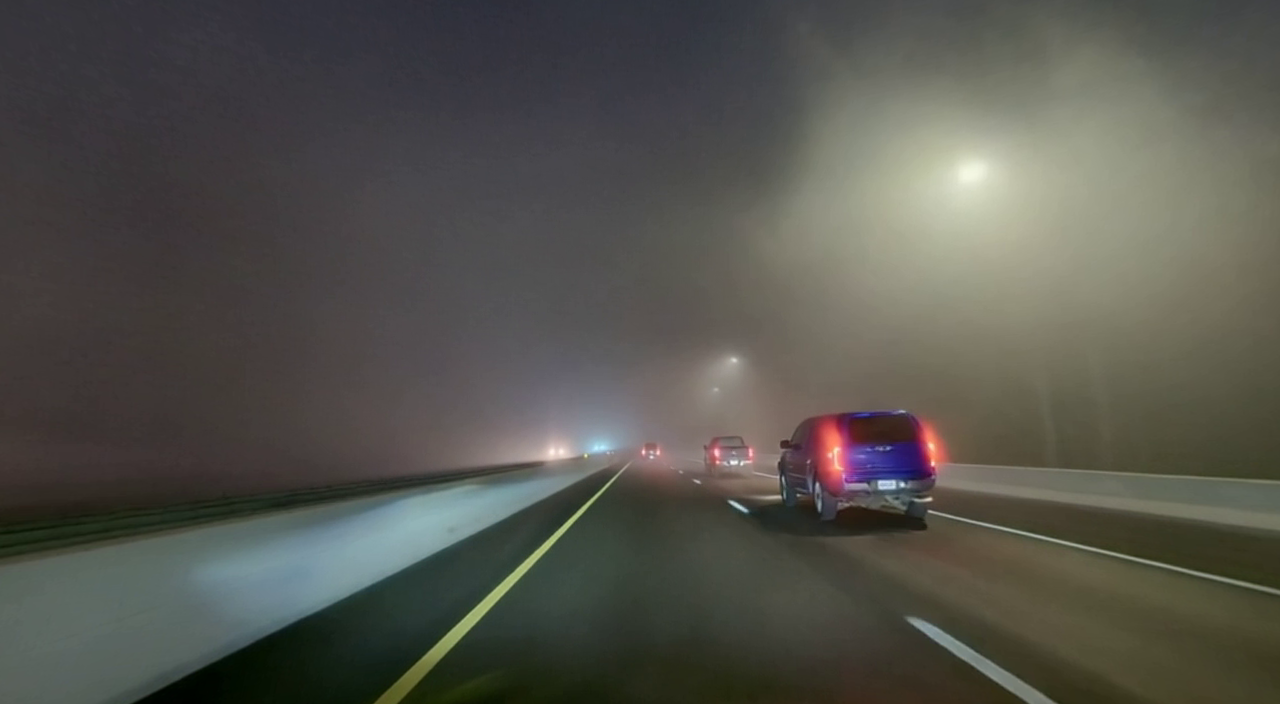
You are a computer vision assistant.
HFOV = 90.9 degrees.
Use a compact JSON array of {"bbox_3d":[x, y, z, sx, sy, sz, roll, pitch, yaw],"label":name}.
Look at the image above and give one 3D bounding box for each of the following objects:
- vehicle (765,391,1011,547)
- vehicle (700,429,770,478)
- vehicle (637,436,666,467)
[{"bbox_3d":[3.833,1.937,11.065,2.145,2.069,5.057,0,-8,-1],"label":"vehicle"},{"bbox_3d":[4.519,4.964,31.086,2.594,2.155,5.670,0,-8,0],"label":"vehicle"},{"bbox_3d":[0.828,7.596,48.359,2.099,2.260,4.899,0,-8,0],"label":"vehicle"}]
